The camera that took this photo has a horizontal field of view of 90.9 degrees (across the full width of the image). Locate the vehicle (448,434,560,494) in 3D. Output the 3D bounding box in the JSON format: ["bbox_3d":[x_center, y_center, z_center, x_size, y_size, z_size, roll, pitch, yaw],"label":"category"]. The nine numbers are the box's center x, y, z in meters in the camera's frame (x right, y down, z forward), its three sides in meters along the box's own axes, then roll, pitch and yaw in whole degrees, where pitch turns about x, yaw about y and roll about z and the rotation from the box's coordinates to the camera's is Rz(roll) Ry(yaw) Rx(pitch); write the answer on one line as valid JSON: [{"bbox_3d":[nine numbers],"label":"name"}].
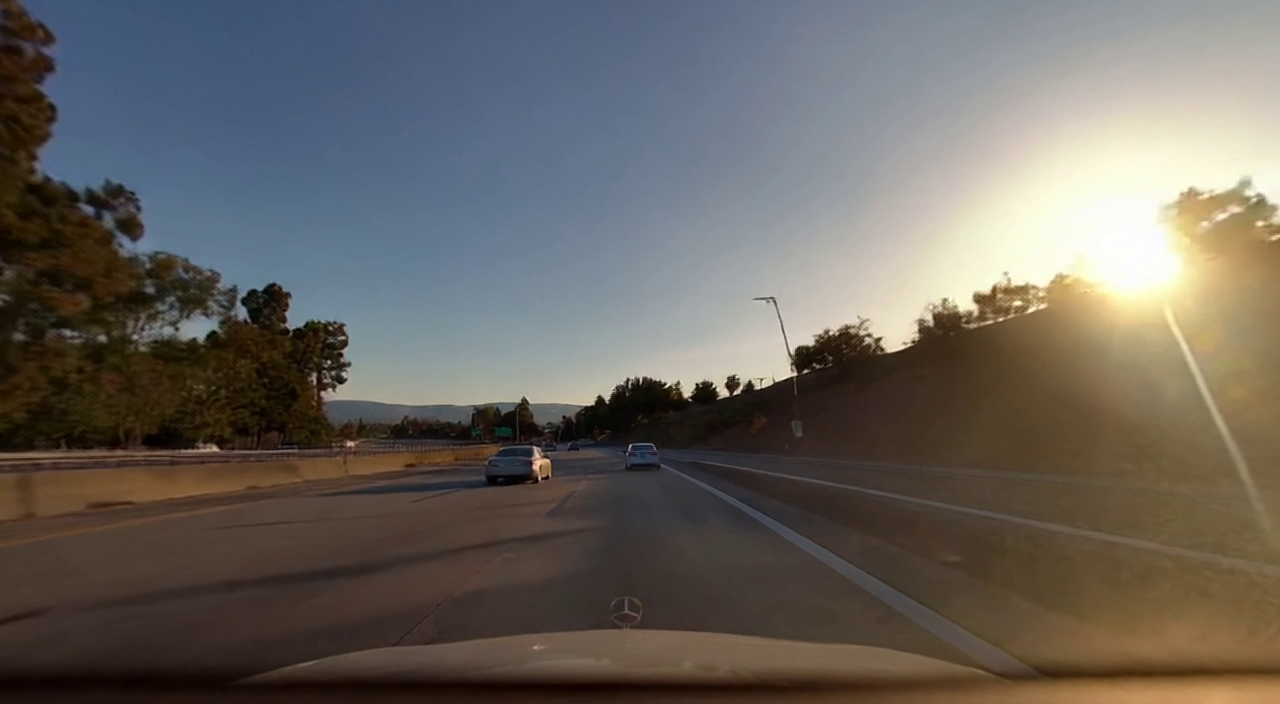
[{"bbox_3d":[-3.842,3.275,18.846,2.246,1.519,4.980,0,-9,0],"label":"vehicle"}]

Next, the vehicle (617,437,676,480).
[{"bbox_3d":[0.157,3.991,23.801,2.051,1.444,3.927,0,-9,-2],"label":"vehicle"}]
